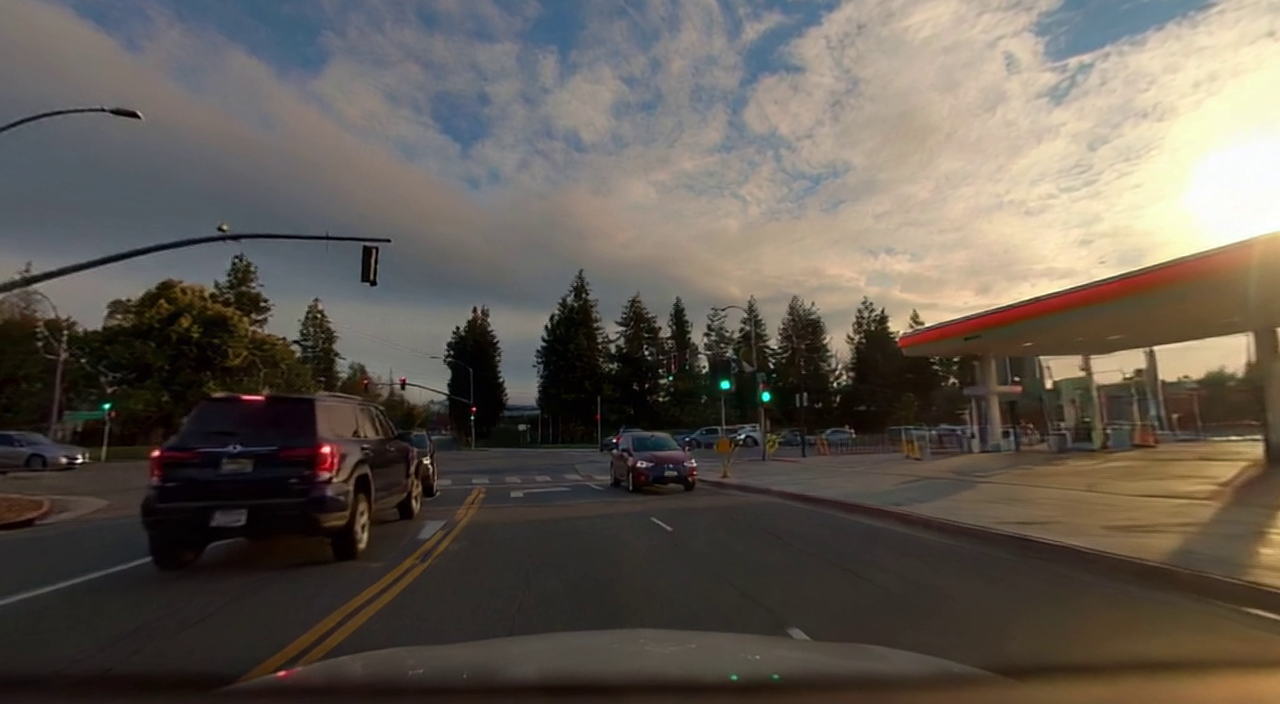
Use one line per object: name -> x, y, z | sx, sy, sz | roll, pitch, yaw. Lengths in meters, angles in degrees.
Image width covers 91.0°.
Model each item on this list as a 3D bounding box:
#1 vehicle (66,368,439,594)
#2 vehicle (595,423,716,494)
vehicle -> -4.245, 1.510, 8.164 | 2.254, 2.006, 4.766 | 2, -9, -8
vehicle -> 0.287, 3.139, 18.864 | 2.202, 1.822, 4.826 | 3, -9, -16
